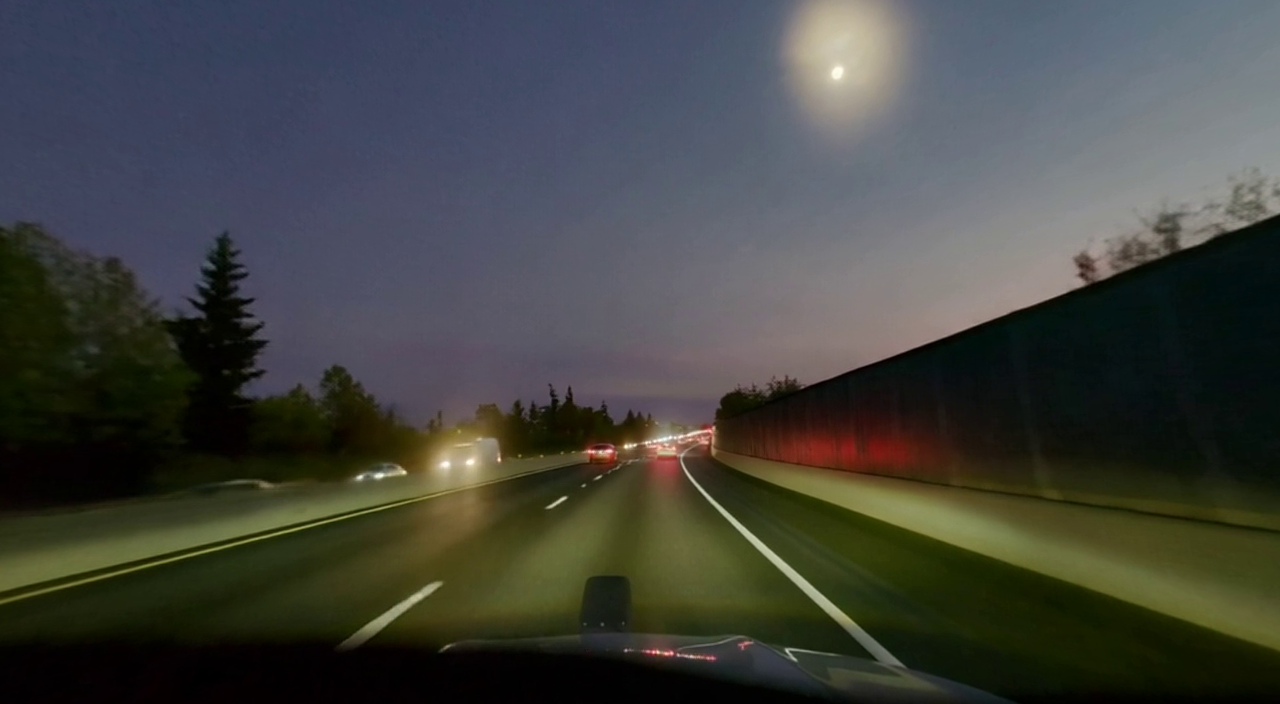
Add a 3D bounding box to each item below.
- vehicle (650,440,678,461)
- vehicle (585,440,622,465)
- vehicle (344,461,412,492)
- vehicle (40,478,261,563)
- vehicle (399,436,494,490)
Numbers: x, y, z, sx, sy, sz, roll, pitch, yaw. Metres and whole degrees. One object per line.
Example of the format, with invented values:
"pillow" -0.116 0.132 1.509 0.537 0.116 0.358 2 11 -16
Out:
"vehicle" 1.895 7.599 48.462 2.077 1.533 3.854 -1 -8 4
"vehicle" -2.333 6.548 41.111 1.985 1.518 3.847 -1 -8 4
"vehicle" -13.994 6.649 33.911 1.697 1.453 4.268 0 -8 3
"vehicle" -10.856 3.716 14.418 1.793 1.414 4.022 0 -8 1
"vehicle" -10.237 5.902 34.163 2.476 2.598 7.227 -1 -8 3
